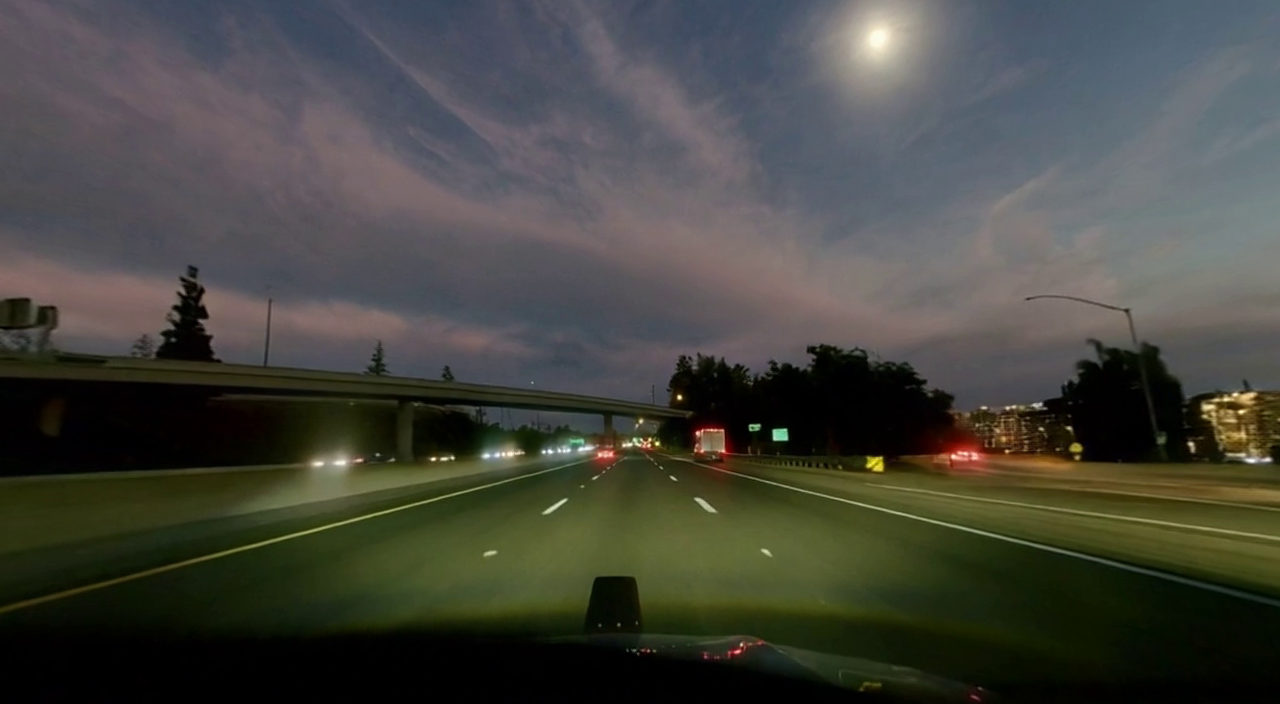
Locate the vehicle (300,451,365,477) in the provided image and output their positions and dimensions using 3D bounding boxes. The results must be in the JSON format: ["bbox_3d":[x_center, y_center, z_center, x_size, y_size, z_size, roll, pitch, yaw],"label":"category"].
[{"bbox_3d":[-19.447,7.084,40.169,1.960,1.504,4.199,0,-9,0],"label":"vehicle"}]

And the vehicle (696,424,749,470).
[{"bbox_3d":[5.034,5.968,39.591,2.576,2.670,5.494,0,-9,0],"label":"vehicle"}]
